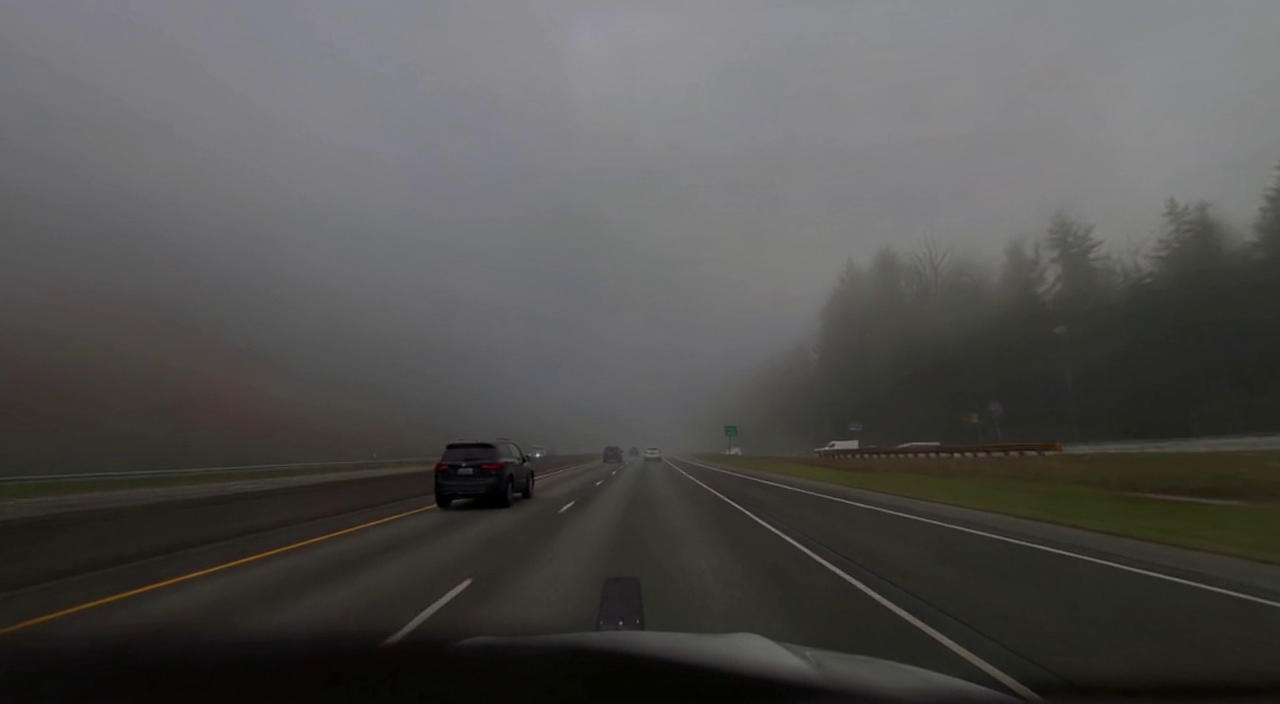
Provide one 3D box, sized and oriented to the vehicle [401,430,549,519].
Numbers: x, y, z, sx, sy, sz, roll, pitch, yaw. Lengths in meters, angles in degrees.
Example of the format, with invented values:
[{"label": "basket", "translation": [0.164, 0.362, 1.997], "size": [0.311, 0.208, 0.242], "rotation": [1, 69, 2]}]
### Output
[{"label": "vehicle", "translation": [-3.389, 2.619, 13.958], "size": [2.037, 1.638, 4.274], "rotation": [0, -9, 1]}]
